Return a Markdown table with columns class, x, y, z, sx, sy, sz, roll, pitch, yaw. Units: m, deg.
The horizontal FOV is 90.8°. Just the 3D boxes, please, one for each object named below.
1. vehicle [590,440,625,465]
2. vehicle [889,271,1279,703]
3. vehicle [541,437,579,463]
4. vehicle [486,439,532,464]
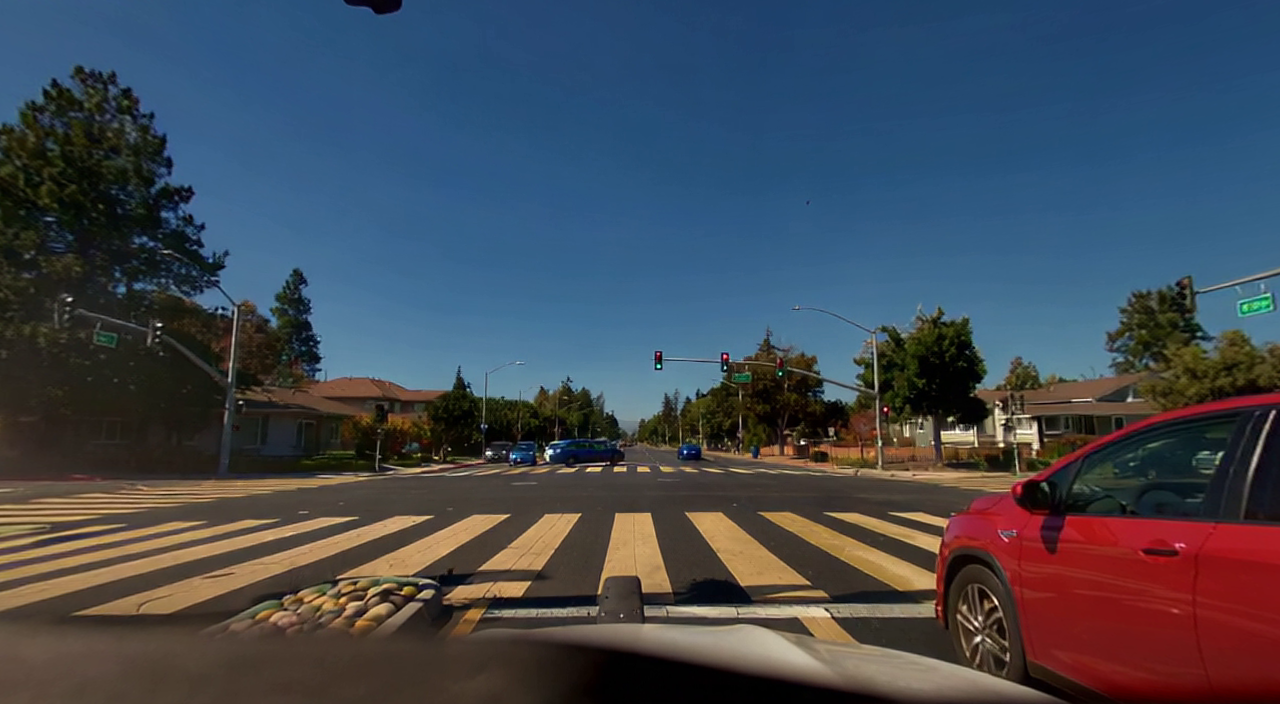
| class | x | y | z | sx | sy | sz | roll | pitch | yaw |
| --- | --- | --- | --- | --- | --- | --- | --- | --- | --- |
| vehicle | -2.143 | 6.394 | 40.212 | 2.046 | 1.491 | 4.118 | 1 | -8 | -5 |
| vehicle | 2.719 | 0.711 | 1.737 | 2.085 | 1.800 | 4.908 | 0 | -8 | 0 |
| vehicle | -5.536 | 6.890 | 44.378 | 2.091 | 1.707 | 4.157 | 0 | -8 | 0 |
| vehicle | -8.946 | 6.853 | 43.619 | 2.028 | 1.654 | 5.027 | 0 | -8 | 1 |
